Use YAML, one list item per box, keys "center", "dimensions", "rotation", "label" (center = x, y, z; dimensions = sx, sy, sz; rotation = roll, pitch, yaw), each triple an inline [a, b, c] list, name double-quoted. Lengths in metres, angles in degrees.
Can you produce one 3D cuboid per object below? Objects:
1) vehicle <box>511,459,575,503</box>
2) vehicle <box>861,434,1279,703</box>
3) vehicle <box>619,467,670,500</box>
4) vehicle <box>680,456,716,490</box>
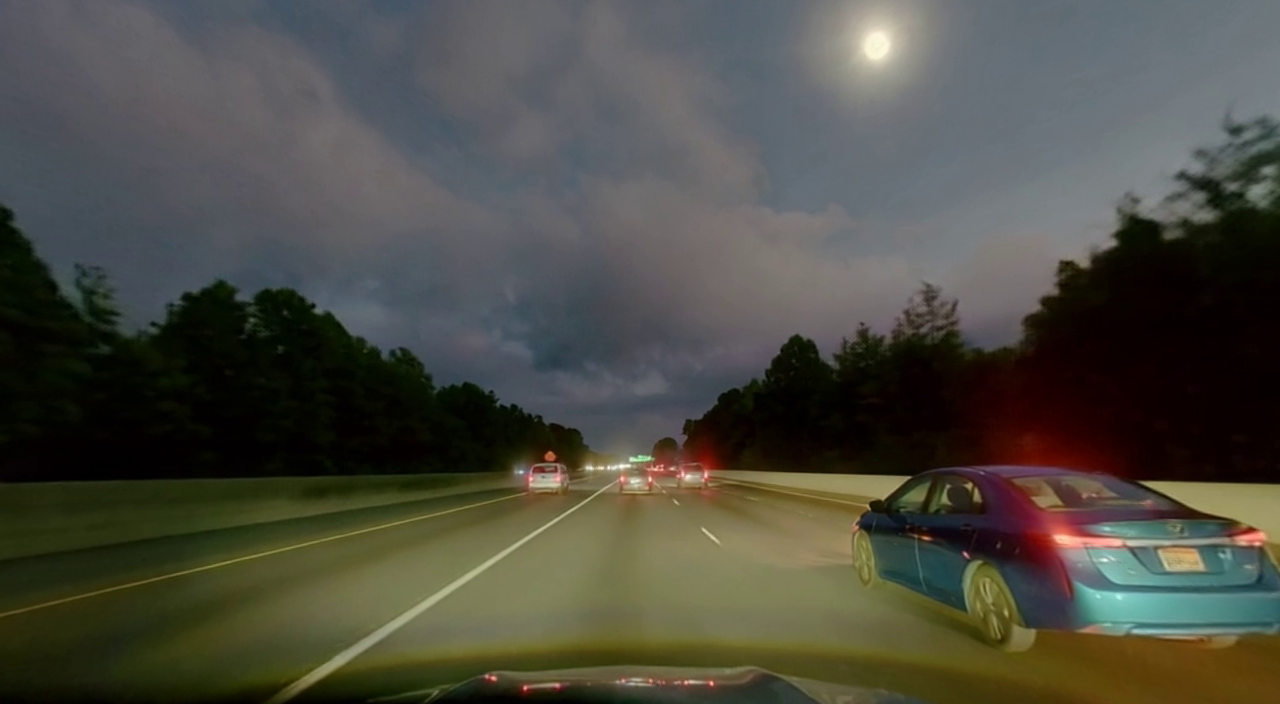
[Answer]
- center: [-4.074, 5.508, 27.151]
  dimensions: [2.021, 1.706, 4.247]
  rotation: [1, -10, 0]
  label: "vehicle"
- center: [3.648, 1.617, 5.548]
  dimensions: [1.938, 1.561, 3.786]
  rotation: [1, -10, -1]
  label: "vehicle"
- center: [0.202, 6.258, 30.204]
  dimensions: [2.241, 1.425, 3.973]
  rotation: [1, -10, 0]
  label: "vehicle"
- center: [3.978, 8.370, 43.616]
  dimensions: [2.030, 2.172, 3.621]
  rotation: [1, -10, -2]
  label: "vehicle"
